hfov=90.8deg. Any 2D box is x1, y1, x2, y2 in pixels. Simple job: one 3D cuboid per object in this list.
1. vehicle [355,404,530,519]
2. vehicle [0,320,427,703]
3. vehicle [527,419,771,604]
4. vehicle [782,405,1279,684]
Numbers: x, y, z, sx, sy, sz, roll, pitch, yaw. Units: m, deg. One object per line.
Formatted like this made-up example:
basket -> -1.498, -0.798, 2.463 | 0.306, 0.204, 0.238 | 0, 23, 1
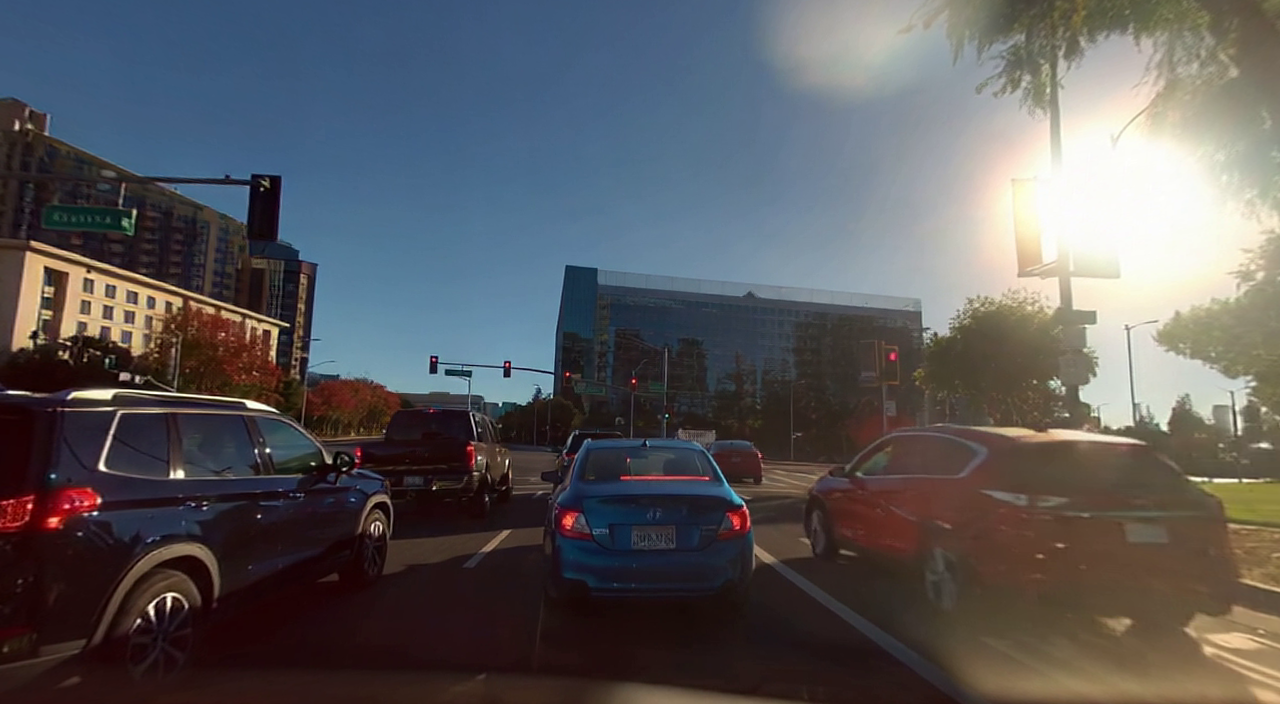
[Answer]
vehicle -> -3.912, 2.312, 13.816 | 2.305, 1.984, 5.586 | 0, -8, -3
vehicle -> -3.171, 1.055, 4.476 | 1.924, 1.737, 4.387 | 0, -9, -2
vehicle -> -0.061, 1.636, 7.456 | 2.001, 1.483, 4.442 | 0, -9, -4
vehicle -> 3.075, 1.418, 5.970 | 2.100, 1.524, 4.746 | 0, -9, -3
